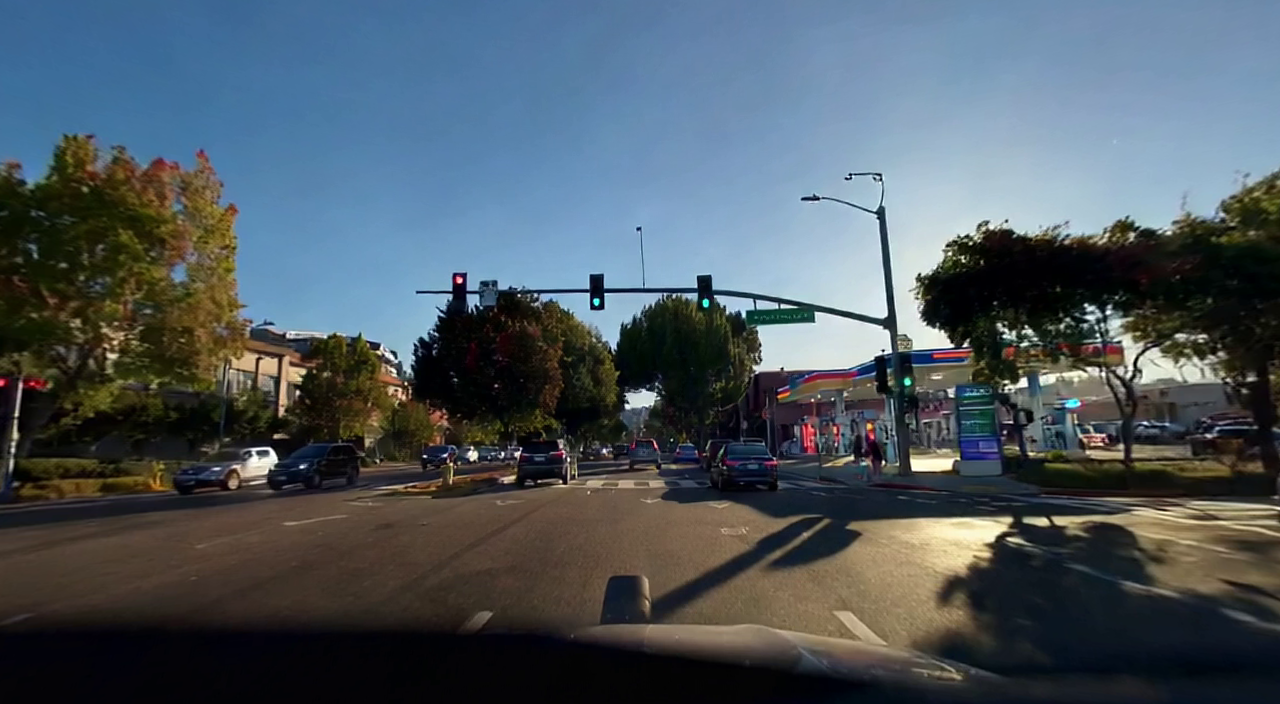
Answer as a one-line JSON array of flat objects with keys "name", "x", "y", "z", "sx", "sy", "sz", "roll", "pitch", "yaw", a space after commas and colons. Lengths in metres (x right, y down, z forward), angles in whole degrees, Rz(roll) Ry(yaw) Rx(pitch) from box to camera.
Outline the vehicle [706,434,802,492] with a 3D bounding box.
[{"name": "vehicle", "x": 3.239, "y": 3.243, "z": 18.848, "sx": 1.919, "sy": 1.502, "sz": 4.572, "roll": 0, "pitch": -8, "yaw": -1}]

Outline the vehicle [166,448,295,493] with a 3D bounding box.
[{"name": "vehicle", "x": -15.152, "y": 4.361, "z": 23.651, "sx": 2.038, "sy": 1.512, "sz": 4.072, "roll": 0, "pitch": -8, "yaw": 1}]

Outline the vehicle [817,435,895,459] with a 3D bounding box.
[{"name": "vehicle", "x": 15.466, "y": 6.805, "z": 45.157, "sx": 4.949, "sy": 1.587, "sz": 1.860, "roll": -5, "pitch": -10, "yaw": 30}]

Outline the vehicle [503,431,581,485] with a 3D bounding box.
[{"name": "vehicle", "x": -3.219, "y": 3.587, "z": 21.537, "sx": 1.988, "sy": 1.645, "sz": 3.995, "roll": 0, "pitch": -8, "yaw": 1}]

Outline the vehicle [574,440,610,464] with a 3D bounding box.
[{"name": "vehicle", "x": -3.066, "y": 6.494, "z": 41.217, "sx": 1.901, "sy": 1.483, "sz": 4.372, "roll": 0, "pitch": -8, "yaw": 1}]

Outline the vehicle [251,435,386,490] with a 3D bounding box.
[{"name": "vehicle", "x": -11.737, "y": 4.043, "z": 23.571, "sx": 2.133, "sy": 1.788, "sz": 5.468, "roll": 0, "pitch": -8, "yaw": 0}]

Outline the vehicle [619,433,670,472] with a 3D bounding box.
[{"name": "vehicle", "x": 0.201, "y": 4.685, "z": 29.555, "sx": 2.192, "sy": 1.674, "sz": 4.124, "roll": 0, "pitch": -8, "yaw": 0}]
